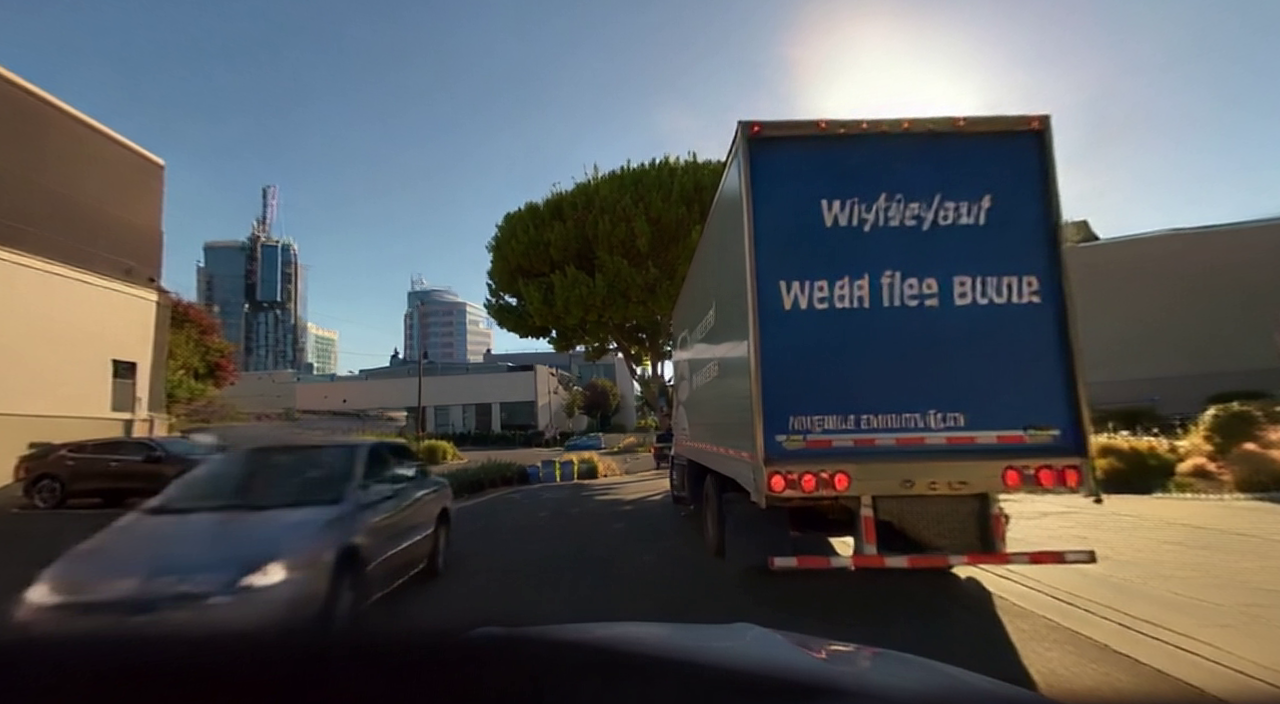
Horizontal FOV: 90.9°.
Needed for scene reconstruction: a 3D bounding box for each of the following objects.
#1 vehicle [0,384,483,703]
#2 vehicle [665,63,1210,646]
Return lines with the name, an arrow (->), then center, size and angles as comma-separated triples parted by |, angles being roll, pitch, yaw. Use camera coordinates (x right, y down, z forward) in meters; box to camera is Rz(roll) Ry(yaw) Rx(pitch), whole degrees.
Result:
vehicle -> -2.583, 1.163, 4.820 | 1.780, 1.488, 4.043 | 0, -8, -1
vehicle -> 2.254, 0.878, 11.579 | 2.865, 4.113, 14.471 | 0, -8, 0
